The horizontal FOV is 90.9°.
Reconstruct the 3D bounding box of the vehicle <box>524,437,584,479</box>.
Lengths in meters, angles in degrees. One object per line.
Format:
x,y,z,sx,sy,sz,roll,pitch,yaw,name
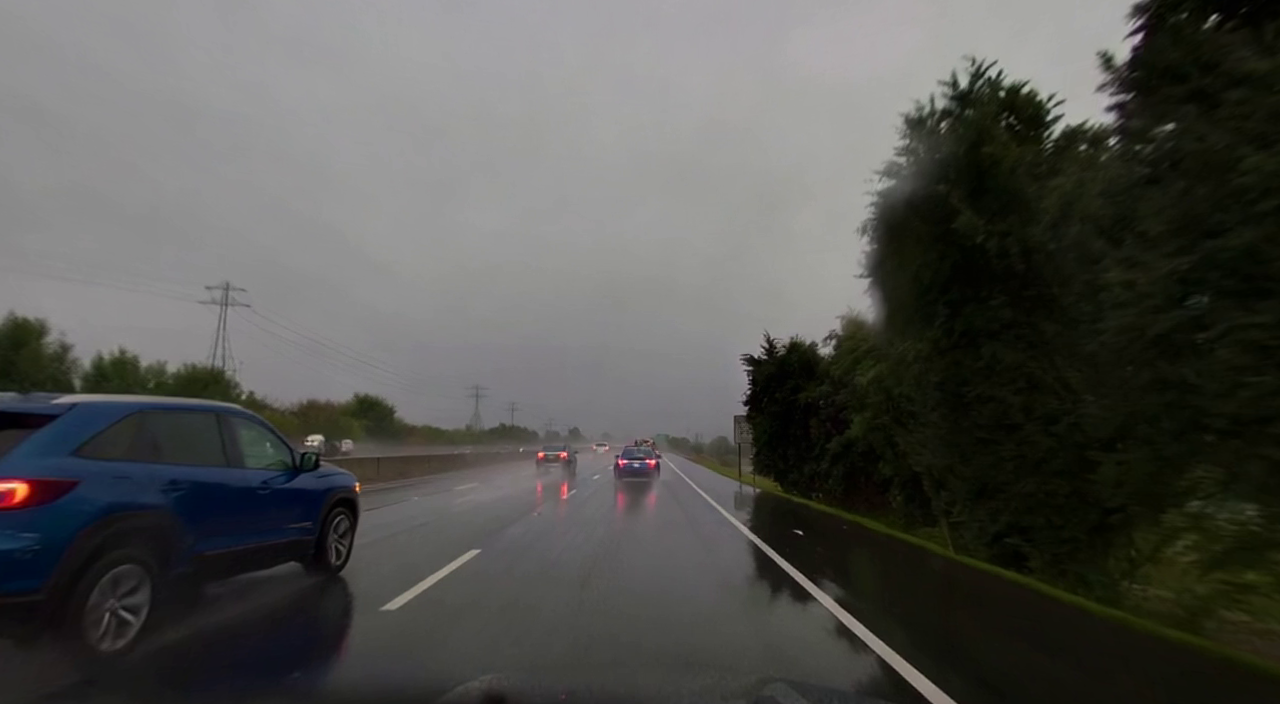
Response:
-3.738,4.711,28.274,1.993,1.717,4.321,-1,-8,1,vehicle

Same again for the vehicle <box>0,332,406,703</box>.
-3.725,1.141,4.761,2.133,1.789,4.518,0,-8,0,vehicle

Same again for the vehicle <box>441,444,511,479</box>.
-7.428,4.987,29.072,1.902,1.467,4.574,-1,-8,2,vehicle

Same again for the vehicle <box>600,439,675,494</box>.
-0.063,3.445,19.300,2.047,1.473,3.978,0,-8,0,vehicle
